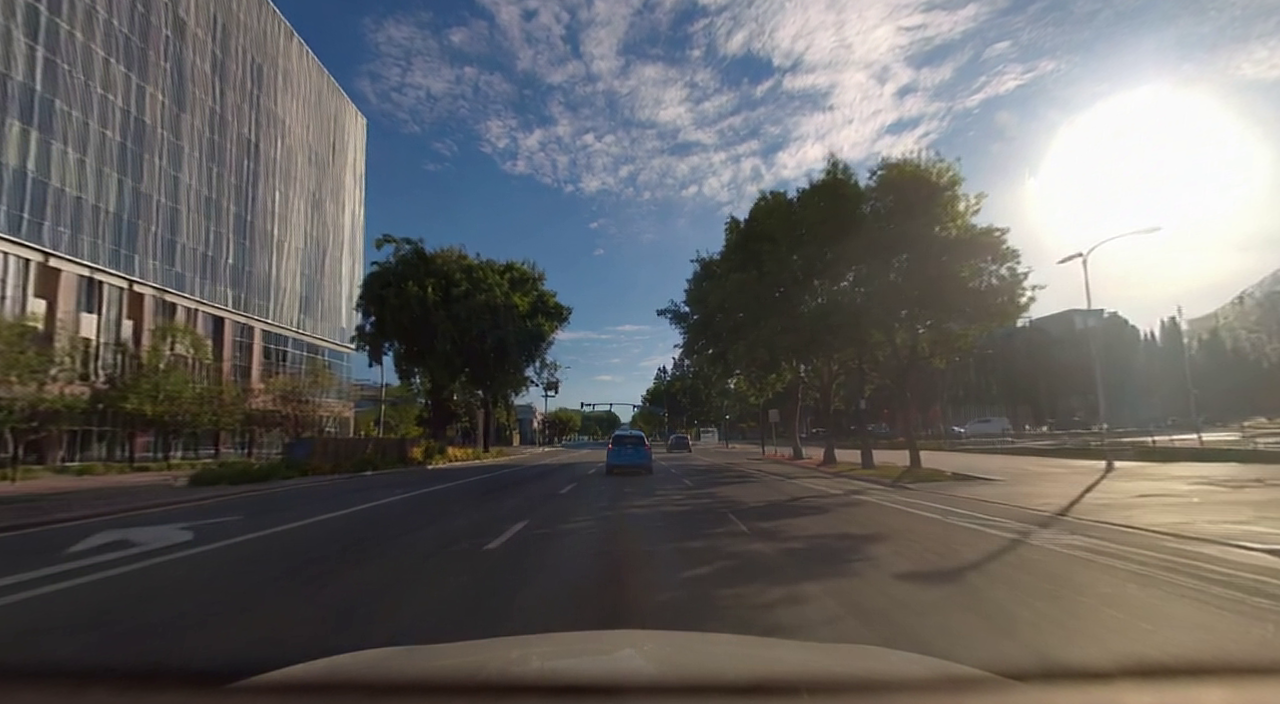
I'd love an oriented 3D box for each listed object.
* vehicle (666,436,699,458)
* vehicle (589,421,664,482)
[{"bbox_3d":[3.072,7.024,46.670,2.065,1.495,4.792,0,-8,-1],"label":"vehicle"},{"bbox_3d":[-0.455,3.429,21.951,2.313,1.860,4.319,0,-8,-1],"label":"vehicle"}]
